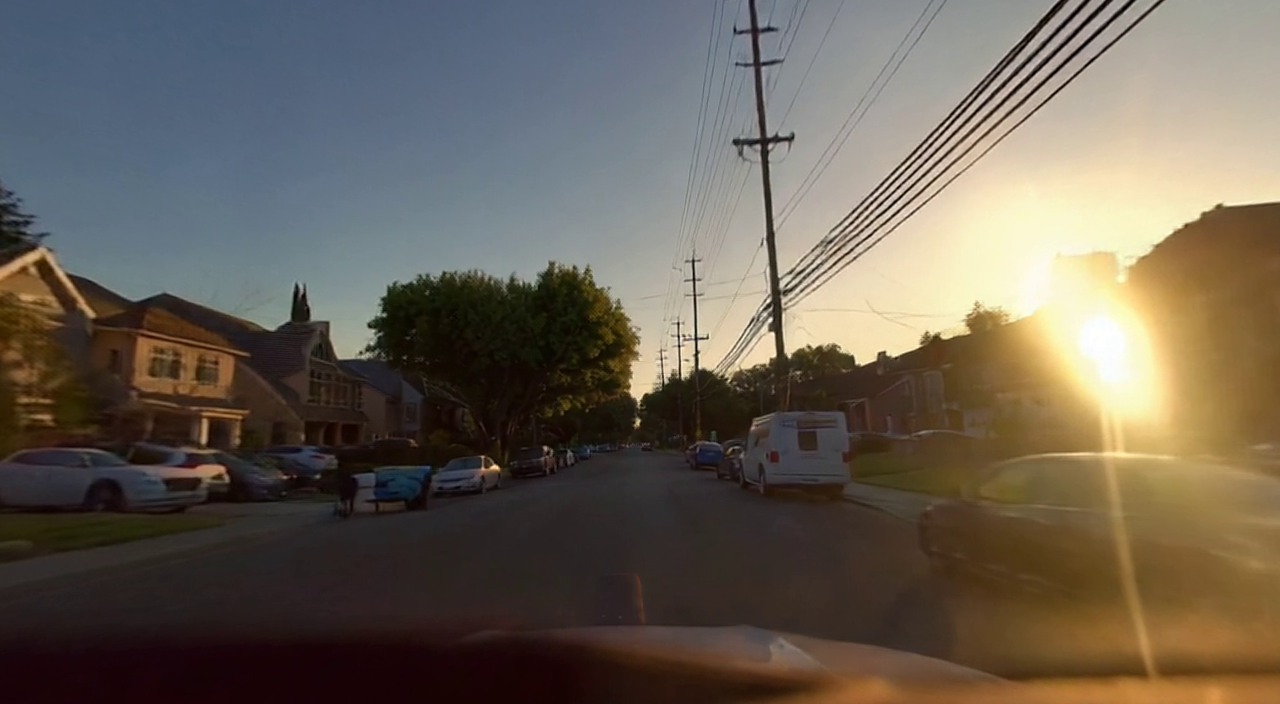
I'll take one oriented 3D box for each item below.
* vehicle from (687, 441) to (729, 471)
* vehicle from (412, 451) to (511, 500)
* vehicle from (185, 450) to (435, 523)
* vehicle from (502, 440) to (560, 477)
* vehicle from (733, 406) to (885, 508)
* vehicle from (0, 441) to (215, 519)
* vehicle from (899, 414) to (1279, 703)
[{"bbox_3d":[3.800,5.891,35.832,1.848,1.550,4.054,0,-9,-1],"label":"vehicle"},{"bbox_3d":[-6.122,4.270,22.247,2.048,1.438,4.728,-2,-9,1],"label":"vehicle"},{"bbox_3d":[-7.739,3.176,15.212,4.935,1.454,1.900,-1,-8,-5],"label":"vehicle"},{"bbox_3d":[-6.116,6.072,36.075,2.322,1.913,5.582,0,-9,0],"label":"vehicle"},{"bbox_3d":[4.023,2.671,16.244,2.396,2.164,5.381,0,-9,0],"label":"vehicle"},{"bbox_3d":[-13.270,3.041,15.184,4.528,1.713,1.947,0,-9,-1],"label":"vehicle"},{"bbox_3d":[3.678,1.272,4.445,1.876,1.458,4.468,0,-9,1],"label":"vehicle"}]
